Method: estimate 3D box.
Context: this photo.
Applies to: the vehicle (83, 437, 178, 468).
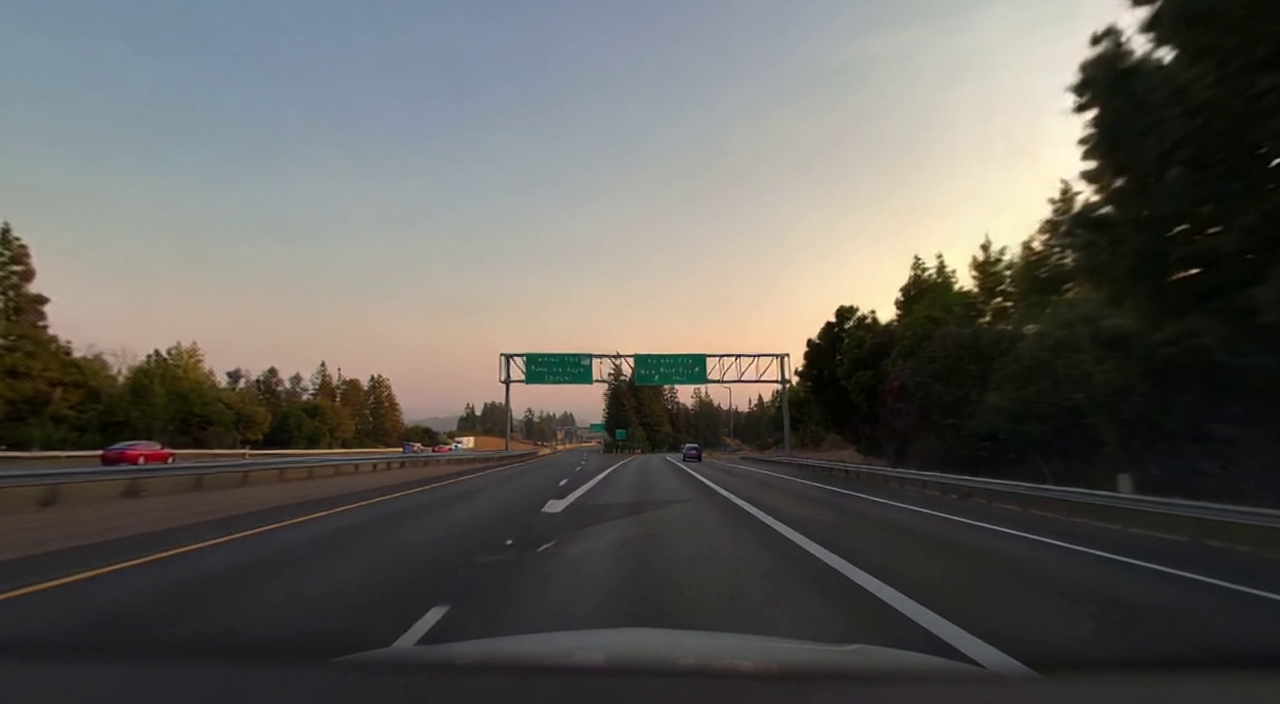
[{"bbox_3d":[-32.687,6.450,40.691,2.168,1.824,4.932,0,-8,-3],"label":"vehicle"}]
